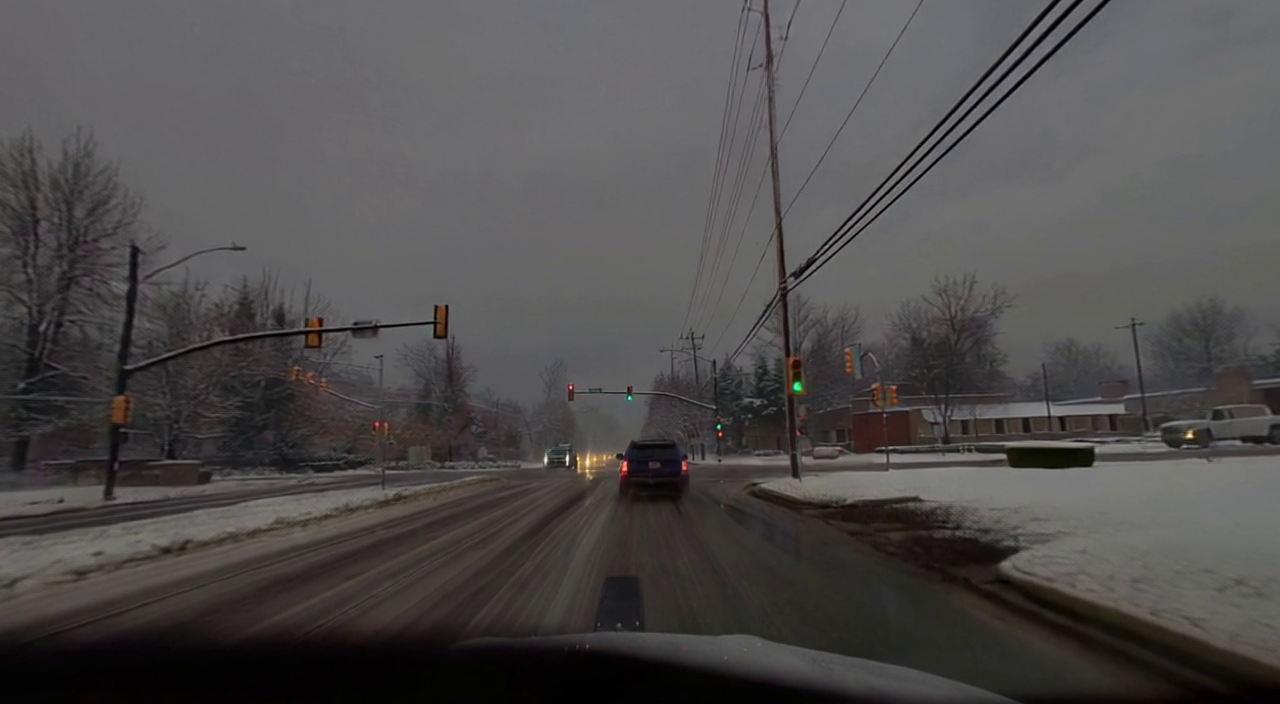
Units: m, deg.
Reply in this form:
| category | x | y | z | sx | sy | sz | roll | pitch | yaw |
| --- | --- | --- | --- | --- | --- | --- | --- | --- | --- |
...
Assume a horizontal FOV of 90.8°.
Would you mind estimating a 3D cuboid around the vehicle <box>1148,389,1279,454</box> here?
| category | x | y | z | sx | sy | sz | roll | pitch | yaw |
| --- | --- | --- | --- | --- | --- | --- | --- | --- | --- |
| vehicle | 42.375 | 5.256 | 46.870 | 5.749 | 4.403 | 3.494 | -3 | -10 | 7 |

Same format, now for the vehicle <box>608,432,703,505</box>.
| category | x | y | z | sx | sy | sz | roll | pitch | yaw |
| --- | --- | --- | --- | --- | --- | --- | --- | --- | --- |
| vehicle | 0.353 | 2.964 | 16.431 | 2.156 | 1.636 | 3.923 | 0 | -9 | 0 |

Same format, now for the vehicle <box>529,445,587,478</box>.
| category | x | y | z | sx | sy | sz | roll | pitch | yaw |
| --- | --- | --- | --- | --- | --- | --- | --- | --- | --- |
| vehicle | -3.913 | 5.270 | 30.737 | 2.153 | 1.474 | 4.284 | 0 | -9 | 1 |
